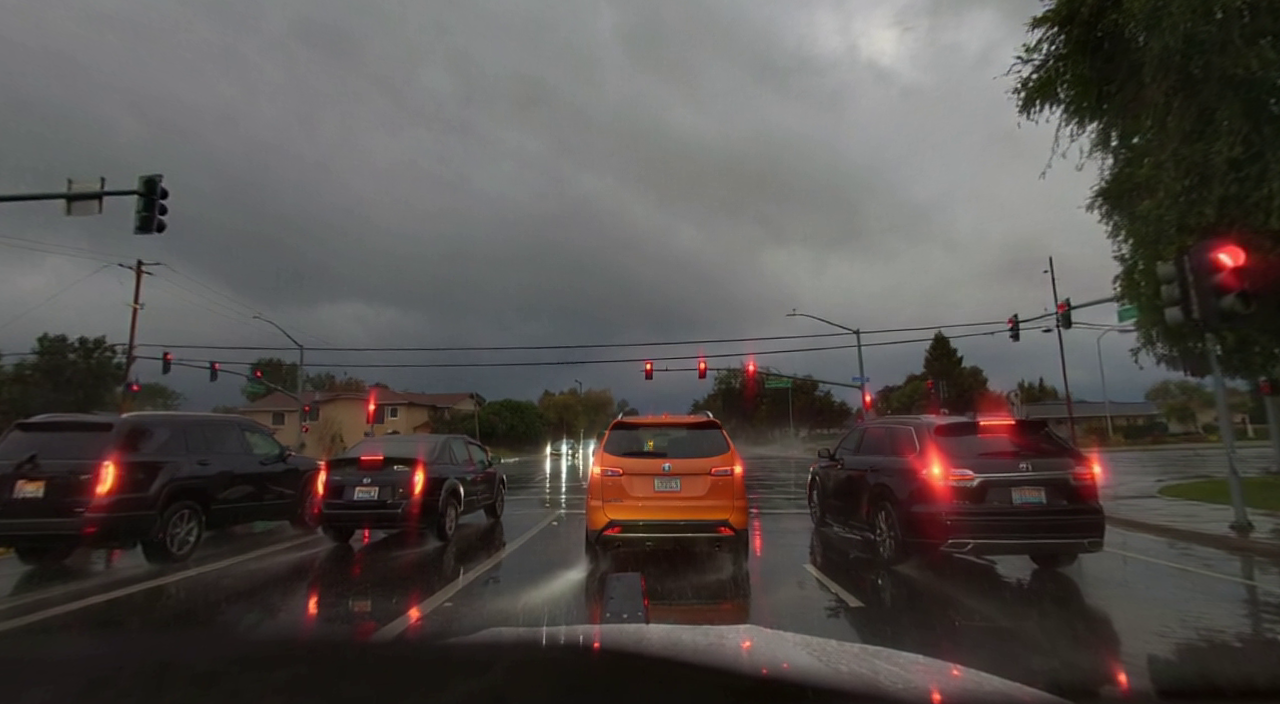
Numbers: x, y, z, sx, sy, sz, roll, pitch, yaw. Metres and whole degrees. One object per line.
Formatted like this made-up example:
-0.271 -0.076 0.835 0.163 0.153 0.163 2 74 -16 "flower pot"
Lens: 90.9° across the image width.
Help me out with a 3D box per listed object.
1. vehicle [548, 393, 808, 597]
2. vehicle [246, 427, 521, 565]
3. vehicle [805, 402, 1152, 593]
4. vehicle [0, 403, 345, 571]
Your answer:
0.393 1.522 7.522 2.198 1.708 4.170 0 -8 2 "vehicle"
-3.238 1.891 9.114 1.885 1.475 4.359 -1 -8 4 "vehicle"
3.529 1.594 7.779 2.047 1.638 4.395 -1 -8 4 "vehicle"
-6.641 1.819 9.299 2.075 1.796 4.785 0 -8 2 "vehicle"
